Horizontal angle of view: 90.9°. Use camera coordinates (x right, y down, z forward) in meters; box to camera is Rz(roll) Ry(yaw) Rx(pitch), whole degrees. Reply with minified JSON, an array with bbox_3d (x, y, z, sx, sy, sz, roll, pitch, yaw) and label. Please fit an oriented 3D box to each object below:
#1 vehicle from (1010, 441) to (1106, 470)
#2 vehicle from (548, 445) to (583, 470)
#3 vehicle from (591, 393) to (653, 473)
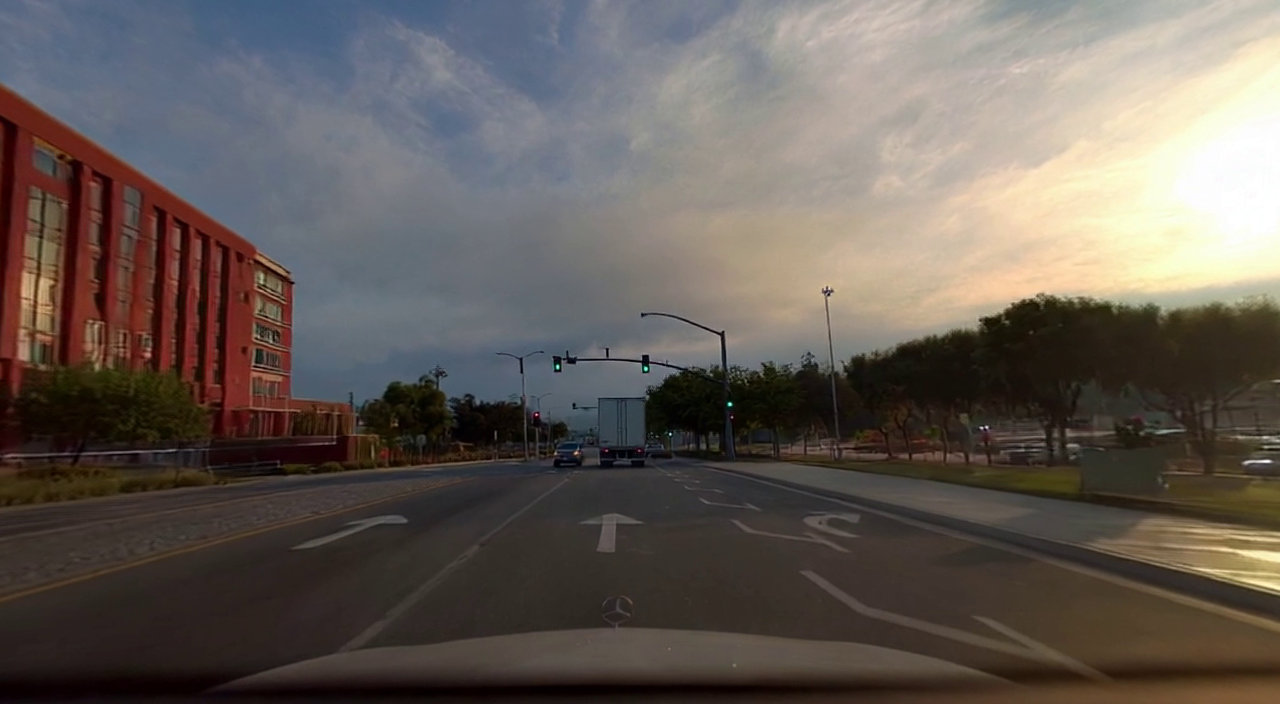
[{"bbox_3d":[28.990,7.153,43.893,5.139,1.889,1.953,-4,-8,23],"label":"vehicle"},{"bbox_3d":[-4.787,6.828,40.905,1.917,1.462,3.878,0,-8,-1],"label":"vehicle"},{"bbox_3d":[-0.978,4.409,34.204,2.876,3.724,9.351,0,-8,-2],"label":"vehicle"}]
